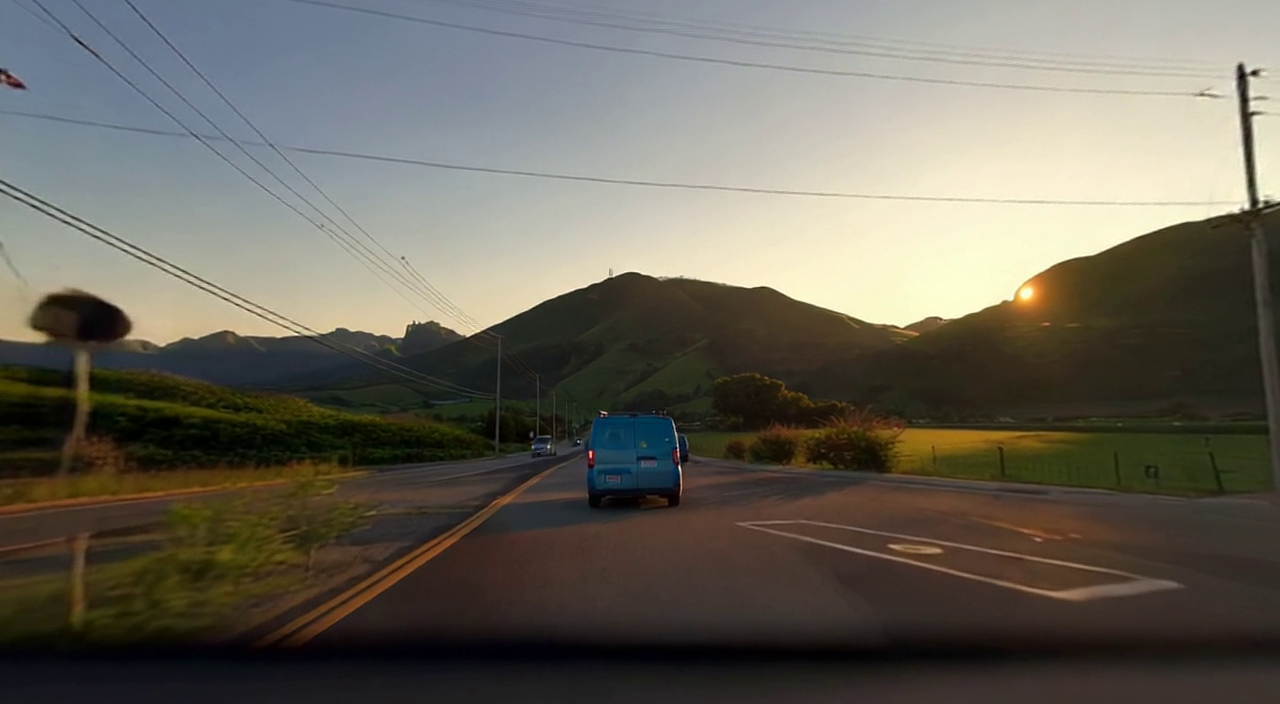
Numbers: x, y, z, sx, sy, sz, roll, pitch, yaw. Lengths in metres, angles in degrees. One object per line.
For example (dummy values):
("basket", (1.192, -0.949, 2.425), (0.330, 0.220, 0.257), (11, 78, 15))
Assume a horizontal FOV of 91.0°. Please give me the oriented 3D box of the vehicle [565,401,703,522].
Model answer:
("vehicle", (-0.193, 2.293, 13.622), (2.454, 2.144, 4.535), (0, -8, -2))
